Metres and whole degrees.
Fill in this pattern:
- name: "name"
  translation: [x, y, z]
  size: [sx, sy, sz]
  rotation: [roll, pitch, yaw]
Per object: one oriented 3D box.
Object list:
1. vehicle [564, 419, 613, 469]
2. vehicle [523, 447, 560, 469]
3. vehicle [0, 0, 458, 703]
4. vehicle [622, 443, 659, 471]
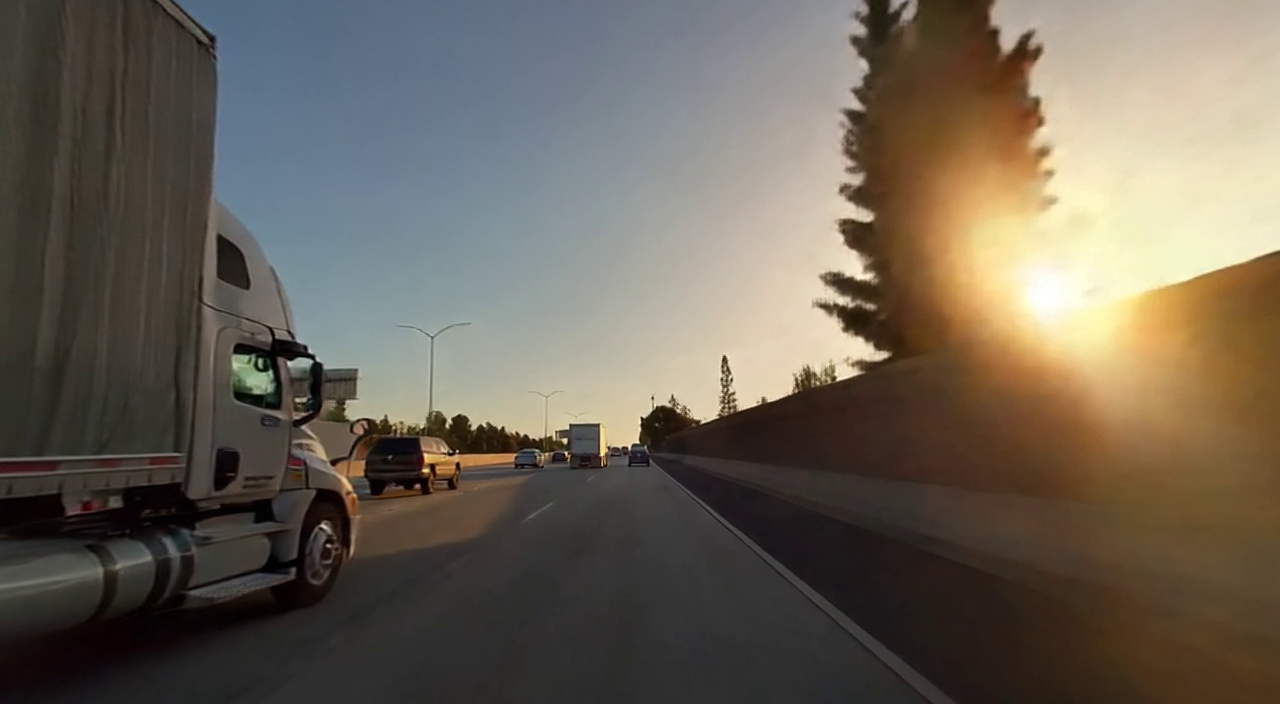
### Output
- name: "vehicle"
  translation: [-3.671, 6.928, 47.133]
  size: [2.956, 3.331, 9.575]
  rotation: [0, -9, -1]
- name: "vehicle"
  translation: [-7.240, 7.830, 46.615]
  size: [1.962, 1.489, 4.002]
  rotation: [0, -9, 1]
- name: "vehicle"
  translation: [-3.690, 0.218, 2.448]
  size: [3.025, 3.266, 9.256]
  rotation: [0, -9, 1]
- name: "vehicle"
  translation: [0.052, 6.404, 38.589]
  size: [2.178, 1.640, 4.071]
  rotation: [0, -9, 1]
